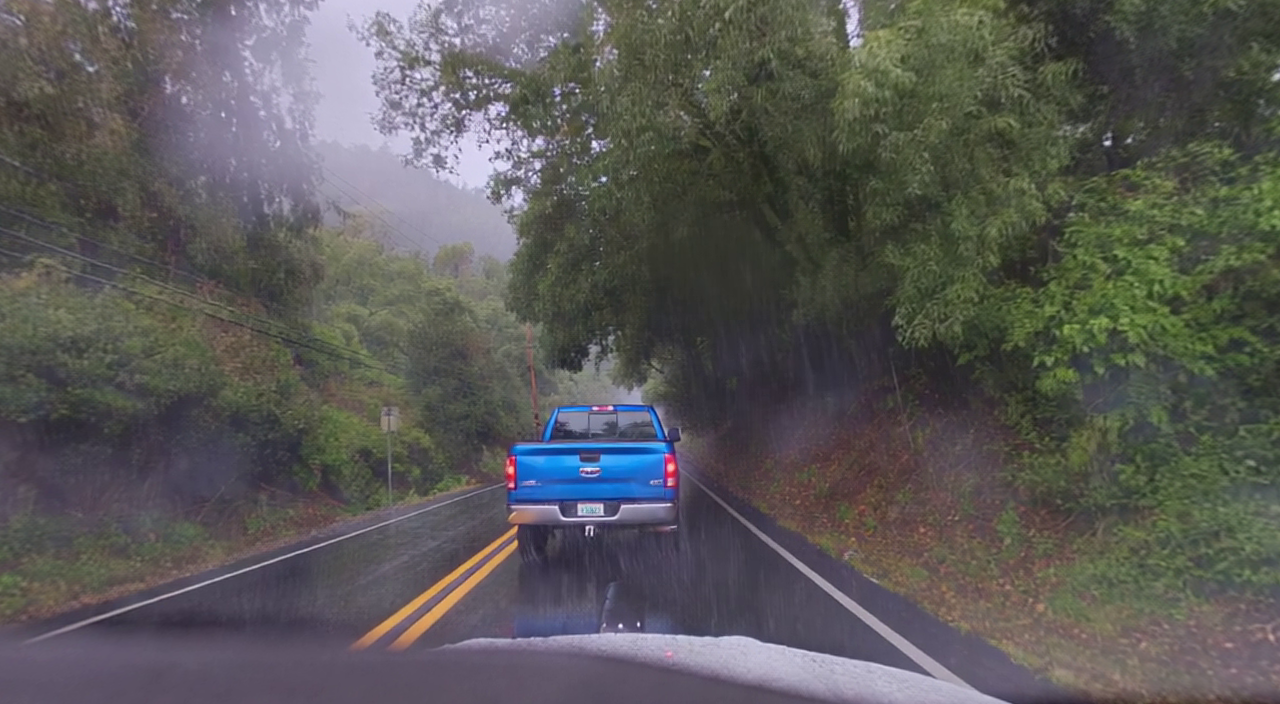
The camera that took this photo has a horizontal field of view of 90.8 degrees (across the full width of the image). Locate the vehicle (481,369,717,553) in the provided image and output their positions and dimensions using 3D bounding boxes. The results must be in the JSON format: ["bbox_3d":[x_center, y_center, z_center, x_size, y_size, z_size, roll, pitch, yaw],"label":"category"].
[{"bbox_3d":[-0.527,1.749,10.673,2.837,2.223,5.885,0,-8,-1],"label":"vehicle"}]
